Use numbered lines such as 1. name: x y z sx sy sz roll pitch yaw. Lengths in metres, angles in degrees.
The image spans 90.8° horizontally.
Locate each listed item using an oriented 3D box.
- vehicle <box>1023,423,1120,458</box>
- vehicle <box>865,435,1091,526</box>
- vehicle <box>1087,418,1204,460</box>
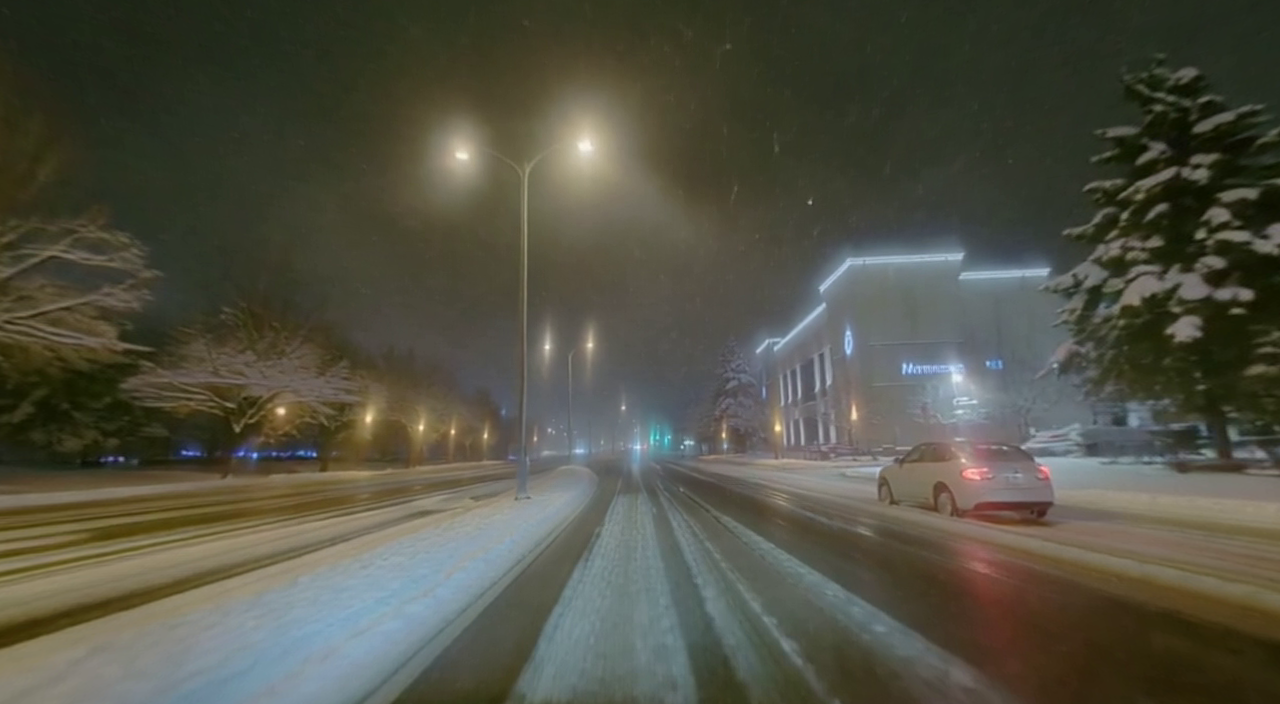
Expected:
1. vehicle: 23.079 4.821 34.082 2.066 1.716 4.943 -1 -10 5
2. vehicle: 6.537 2.516 13.014 1.913 1.504 4.738 0 -9 -2
3. vehicle: 25.623 4.474 32.305 2.212 1.948 4.904 -1 -8 5
